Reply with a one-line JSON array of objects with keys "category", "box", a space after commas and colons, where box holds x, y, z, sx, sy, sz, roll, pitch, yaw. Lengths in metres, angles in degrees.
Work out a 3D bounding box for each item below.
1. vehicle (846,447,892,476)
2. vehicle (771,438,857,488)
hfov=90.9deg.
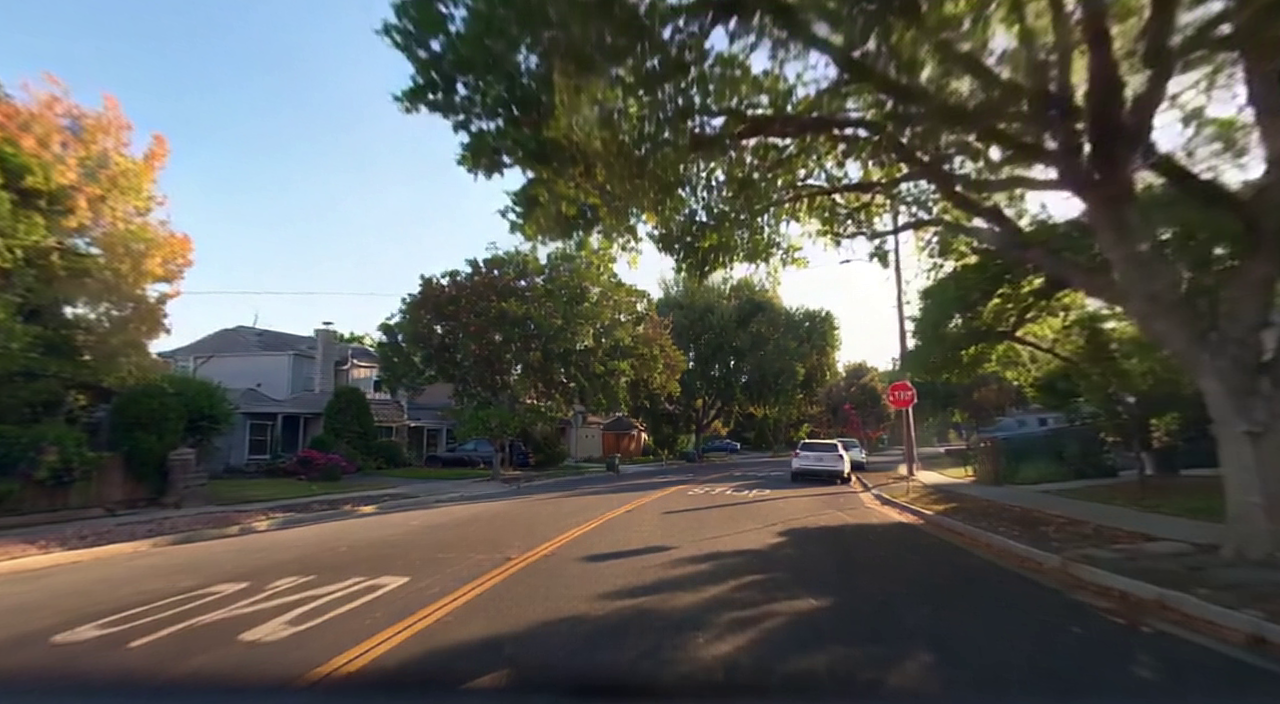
[{"category": "vehicle", "box": [13.341, 6.331, 36.570, 2.083, 1.493, 5.037, -3, -10, 24]}, {"category": "vehicle", "box": [6.663, 4.094, 23.702, 2.692, 1.649, 4.689, -3, -9, 19]}]
